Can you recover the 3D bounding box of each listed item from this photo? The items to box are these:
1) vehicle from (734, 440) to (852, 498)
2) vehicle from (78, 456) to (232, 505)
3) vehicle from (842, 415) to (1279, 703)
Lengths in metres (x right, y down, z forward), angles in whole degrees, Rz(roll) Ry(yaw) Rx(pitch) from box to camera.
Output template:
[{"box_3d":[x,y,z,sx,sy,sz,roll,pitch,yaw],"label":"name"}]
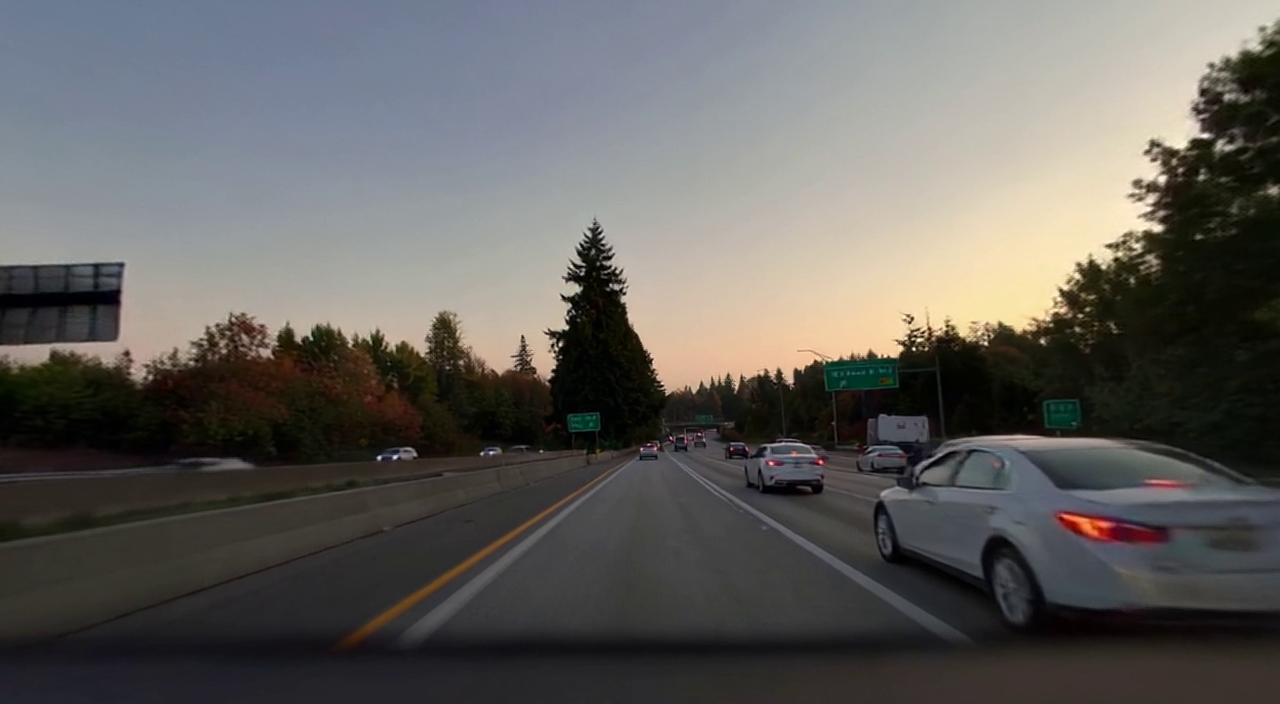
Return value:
[{"box_3d":[4.317,3.396,18.813,2.223,1.483,5.075,0,-8,0],"label":"vehicle"},{"box_3d":[-16.715,4.412,22.075,1.839,1.442,4.392,0,-8,1],"label":"vehicle"},{"box_3d":[3.543,1.363,5.189,2.198,1.467,4.675,0,-8,0],"label":"vehicle"}]
